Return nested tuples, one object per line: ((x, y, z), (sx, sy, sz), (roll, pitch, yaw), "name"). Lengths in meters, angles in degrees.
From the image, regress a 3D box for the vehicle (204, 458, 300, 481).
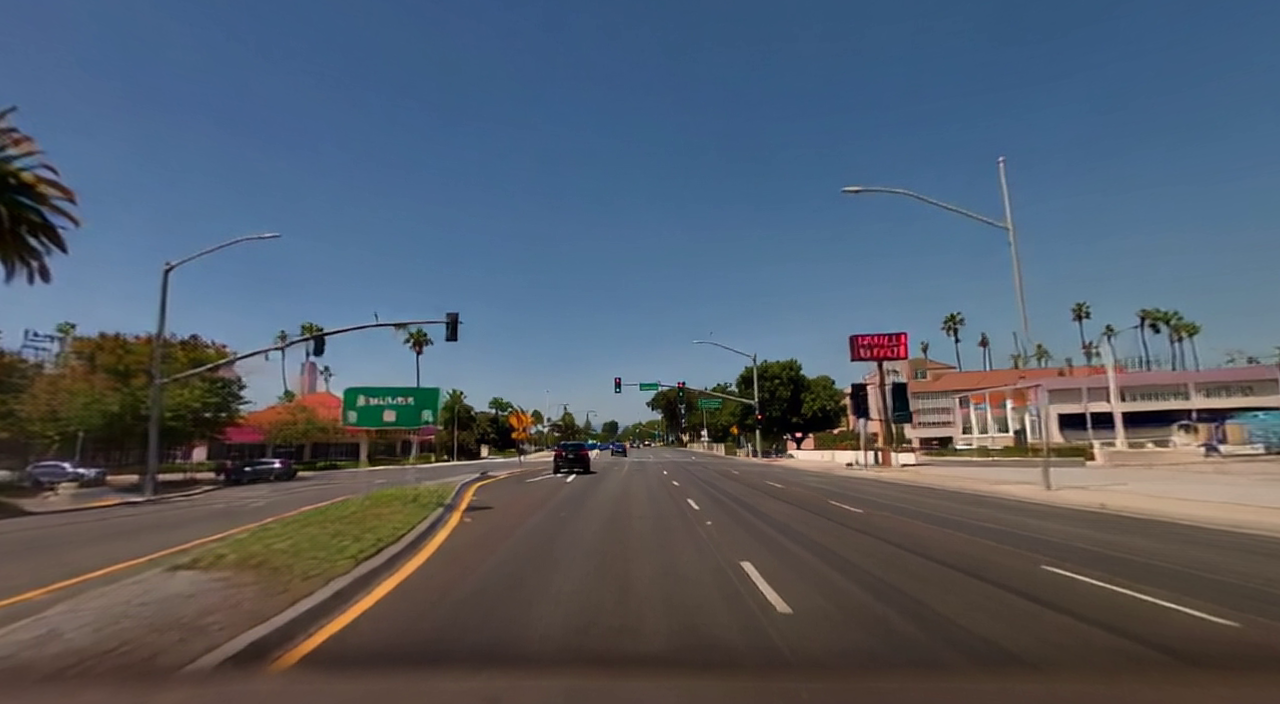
((-25.102, 7.597, 40.980), (4.854, 1.406, 2.060), (0, -8, 1), "vehicle")

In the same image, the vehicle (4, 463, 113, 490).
((-34.628, 7.432, 37.685), (4.567, 1.460, 1.917), (0, -8, -1), "vehicle")

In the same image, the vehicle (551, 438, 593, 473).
((-3.509, 5.324, 32.669), (1.990, 1.639, 3.885), (1, -9, -6), "vehicle")
